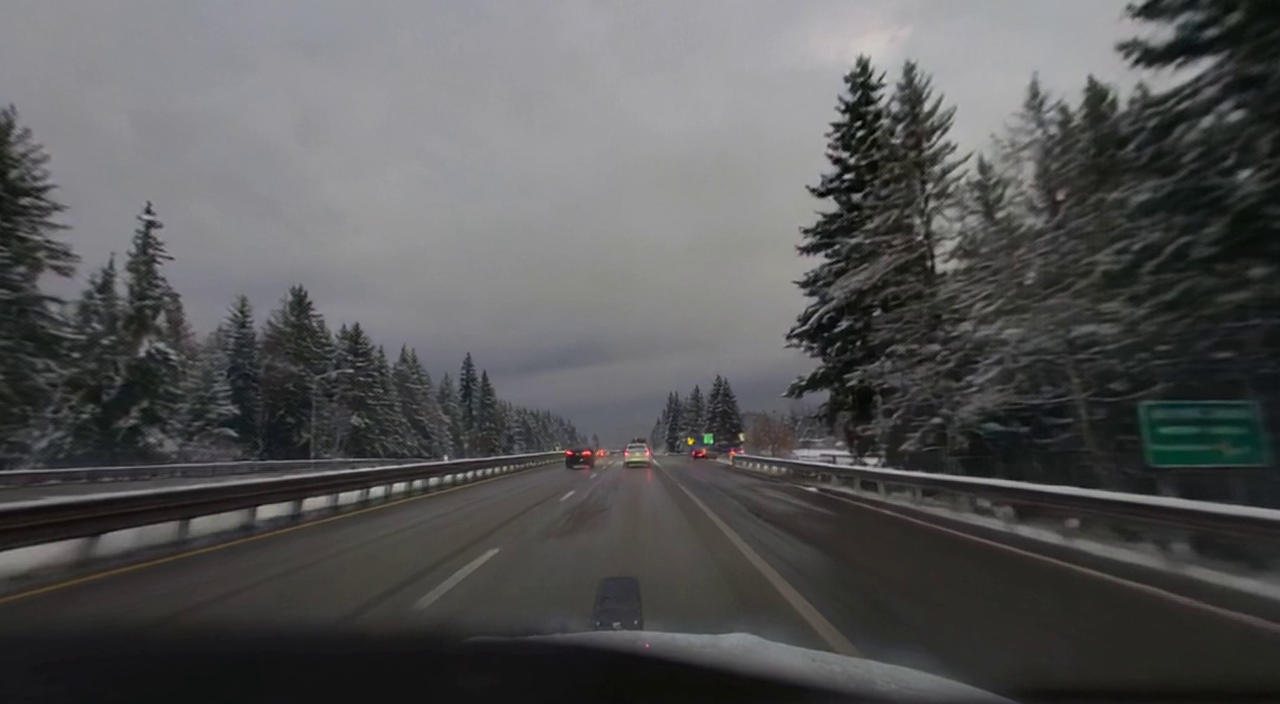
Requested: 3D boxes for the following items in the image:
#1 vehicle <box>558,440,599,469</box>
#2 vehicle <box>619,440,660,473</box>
[{"bbox_3d":[-3.900,6.603,40.626,2.130,1.741,4.665,0,-8,1],"label":"vehicle"},{"bbox_3d":[-0.034,5.673,34.420,2.130,1.684,3.826,0,-8,0],"label":"vehicle"}]
